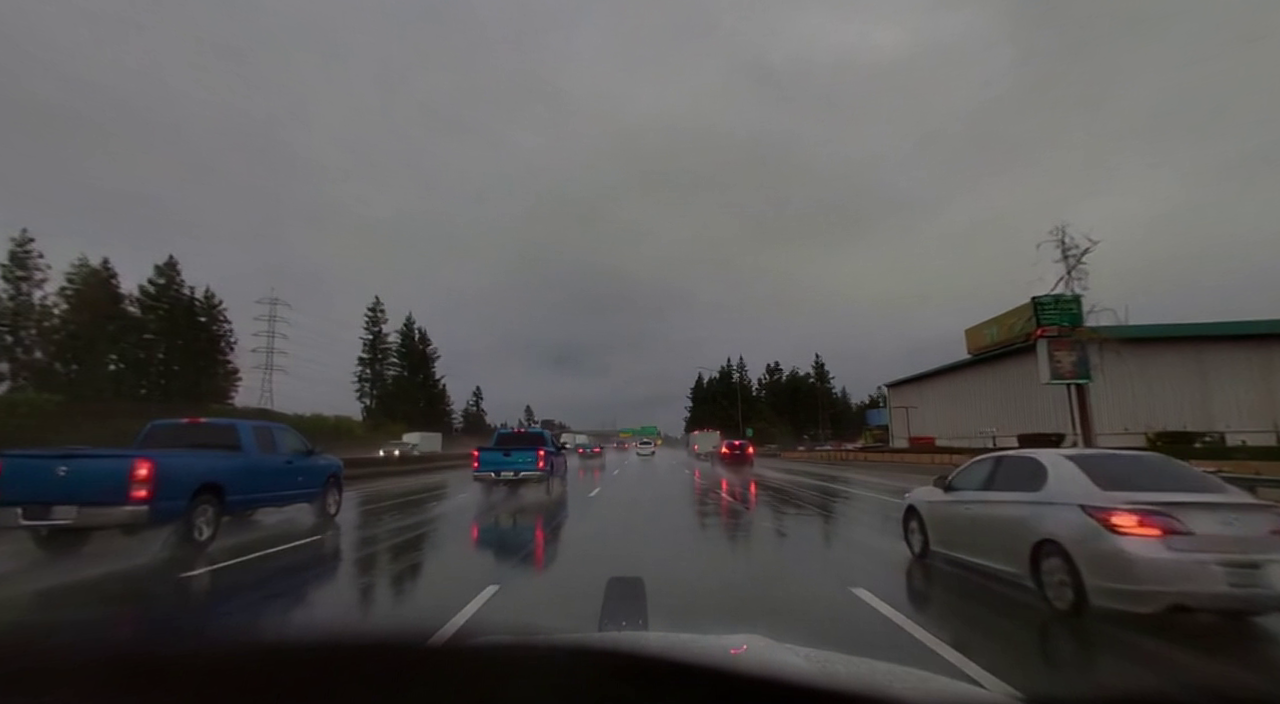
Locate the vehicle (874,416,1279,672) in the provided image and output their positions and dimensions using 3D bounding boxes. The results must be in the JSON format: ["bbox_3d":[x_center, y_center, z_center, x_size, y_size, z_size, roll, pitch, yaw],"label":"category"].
[{"bbox_3d":[4.145,1.466,6.030,2.111,1.498,4.466,0,-8,0],"label":"vehicle"}]

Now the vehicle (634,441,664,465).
[{"bbox_3d":[0.657,7.393,46.312,2.080,1.682,4.150,0,-8,0],"label":"vehicle"}]

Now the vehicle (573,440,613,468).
[{"bbox_3d":[-3.048,6.754,42.035,2.209,1.714,4.576,0,-8,1],"label":"vehicle"}]

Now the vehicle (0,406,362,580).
[{"bbox_3d":[-6.487,1.855,9.251,2.428,1.812,5.131,0,-8,1],"label":"vehicle"}]

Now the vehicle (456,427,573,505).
[{"bbox_3d":[-3.126,2.958,16.812,2.146,1.775,4.553,0,-8,1],"label":"vehicle"}]

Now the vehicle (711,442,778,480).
[{"bbox_3d":[4.409,4.649,27.253,2.072,1.456,4.537,0,-8,-1],"label":"vehicle"}]
